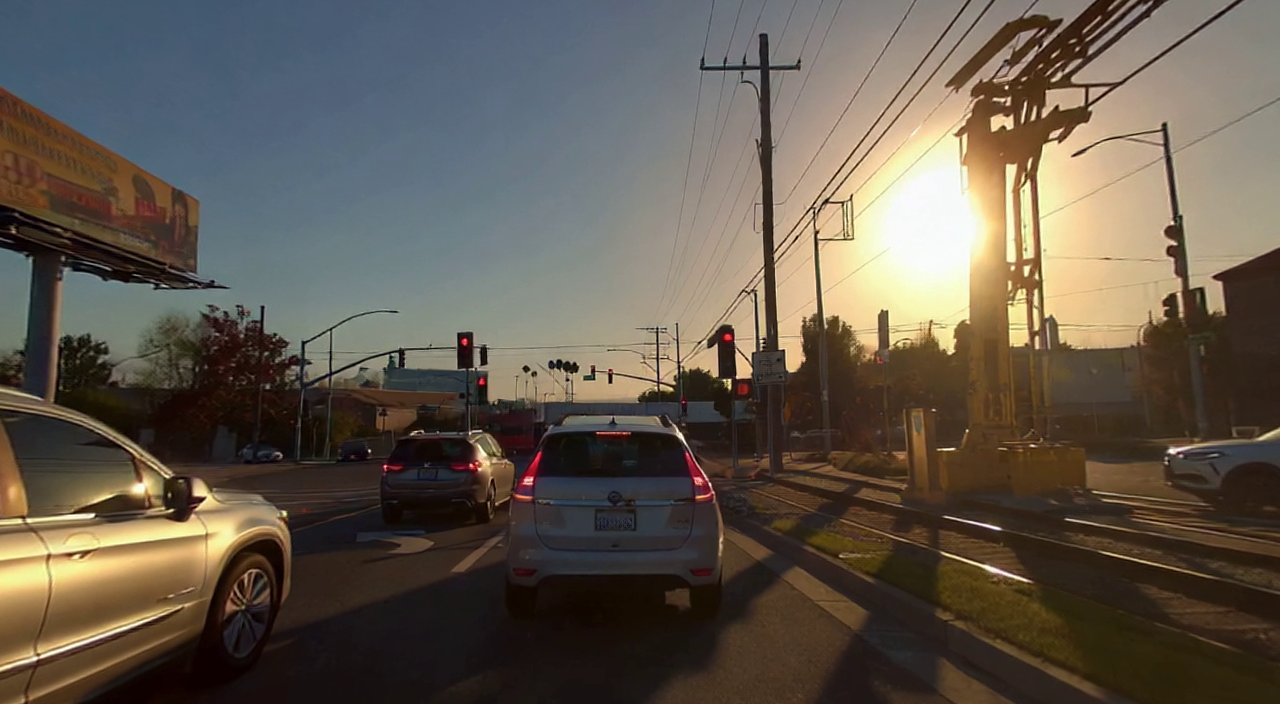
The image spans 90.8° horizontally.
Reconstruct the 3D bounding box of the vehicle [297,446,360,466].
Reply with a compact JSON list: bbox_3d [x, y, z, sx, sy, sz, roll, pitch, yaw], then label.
[{"bbox_3d":[-24.198,8.063,49.079,4.357,1.444,1.842,-3,-9,19],"label":"vehicle"}]

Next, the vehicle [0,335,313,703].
[{"bbox_3d":[-3.929,0.859,2.977,2.052,1.814,5.184,0,-9,-1],"label":"vehicle"}]

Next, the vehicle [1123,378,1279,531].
[{"bbox_3d":[9.591,1.310,8.190,5.060,1.702,2.033,1,-9,-4],"label":"vehicle"}]

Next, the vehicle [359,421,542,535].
[{"bbox_3d":[-3.144,2.189,11.548,1.988,1.678,4.317,0,-9,0],"label":"vehicle"}]

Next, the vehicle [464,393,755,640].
[{"bbox_3d":[-0.219,1.427,6.333,2.025,1.723,3.644,0,-9,0],"label":"vehicle"}]
